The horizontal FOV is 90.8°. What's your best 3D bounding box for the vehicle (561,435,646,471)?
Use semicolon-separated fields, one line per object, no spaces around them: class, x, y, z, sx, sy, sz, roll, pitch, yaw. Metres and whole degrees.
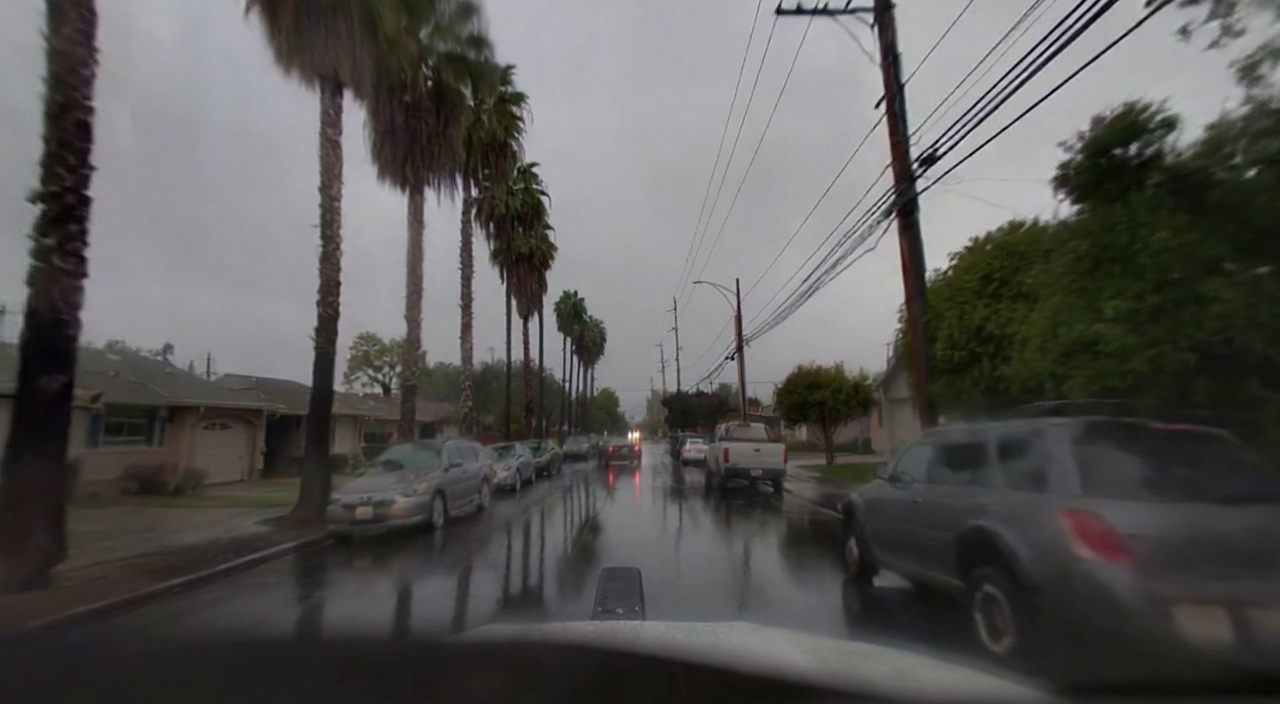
vehicle;-1.782;4.646;29.314;2.081;1.483;4.599;4;-9;-30

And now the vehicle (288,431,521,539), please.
vehicle;-3.965;2.341;11.966;2.130;1.543;5.386;-1;-8;3

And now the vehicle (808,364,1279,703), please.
vehicle;2.903;1.173;4.595;2.060;1.614;4.652;-1;-8;0

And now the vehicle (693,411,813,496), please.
vehicle;2.923;2.814;17.796;2.292;1.981;5.277;0;-8;-1
